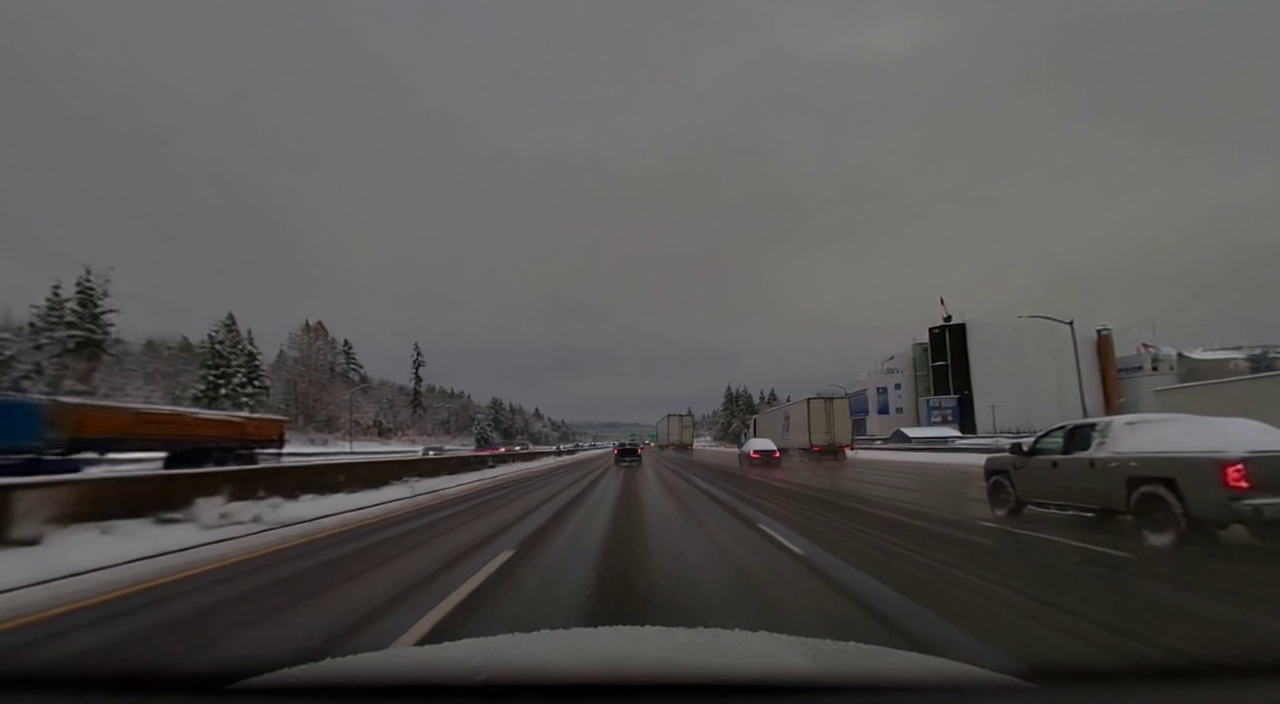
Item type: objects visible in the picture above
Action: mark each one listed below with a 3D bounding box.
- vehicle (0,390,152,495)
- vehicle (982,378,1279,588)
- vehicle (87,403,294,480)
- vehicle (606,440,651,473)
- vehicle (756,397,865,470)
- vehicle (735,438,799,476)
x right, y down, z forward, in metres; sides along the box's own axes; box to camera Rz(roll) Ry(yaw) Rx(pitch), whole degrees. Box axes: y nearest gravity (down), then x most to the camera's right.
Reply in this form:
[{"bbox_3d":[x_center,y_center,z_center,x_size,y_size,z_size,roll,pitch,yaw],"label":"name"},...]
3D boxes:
[{"bbox_3d":[-20.071,2.730,18.968,2.885,3.005,9.889,0,-9,0],"label":"vehicle"},{"bbox_3d":[7.346,1.613,8.391,2.369,2.007,5.700,0,-9,0],"label":"vehicle"},{"bbox_3d":[-20.191,4.215,29.490,2.748,2.999,9.297,0,-9,0],"label":"vehicle"},{"bbox_3d":[-0.580,5.421,32.929,2.163,1.551,4.180,0,-9,-1],"label":"vehicle"},{"bbox_3d":[11.358,5.995,44.967,2.898,4.171,17.188,0,-9,0],"label":"vehicle"},{"bbox_3d":[5.904,4.951,29.924,2.154,1.658,4.347,0,-9,0],"label":"vehicle"}]
